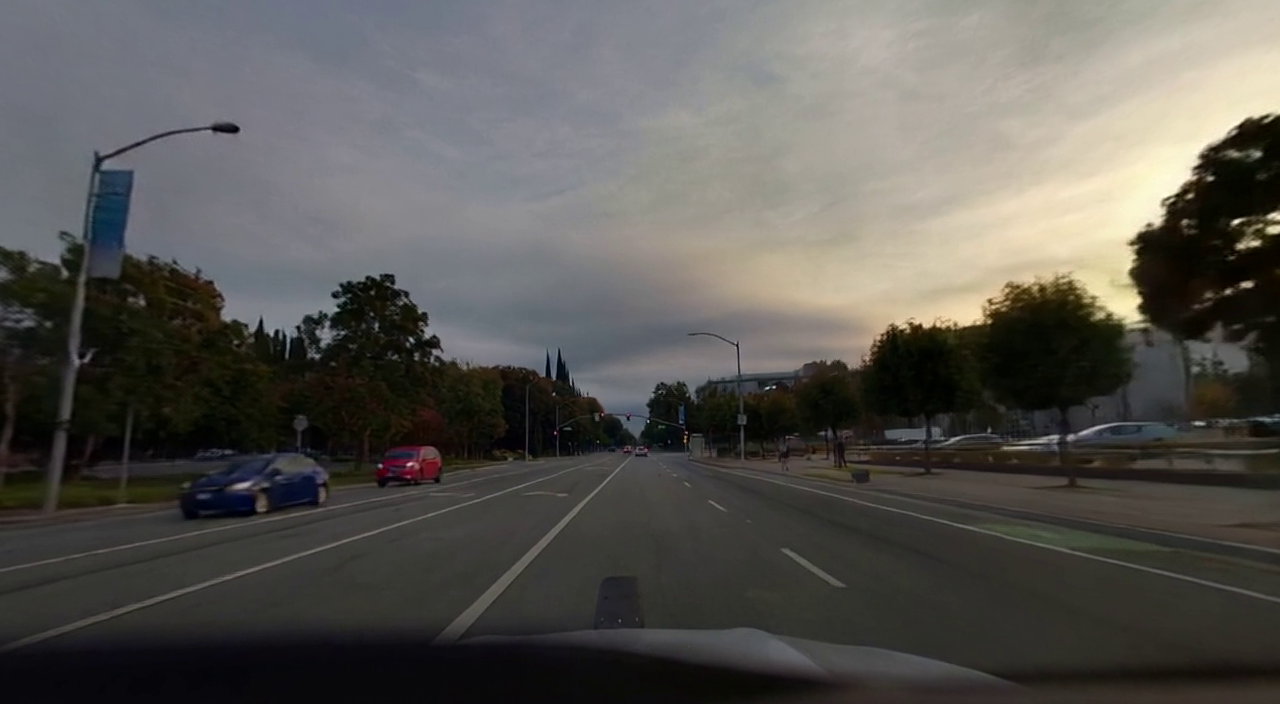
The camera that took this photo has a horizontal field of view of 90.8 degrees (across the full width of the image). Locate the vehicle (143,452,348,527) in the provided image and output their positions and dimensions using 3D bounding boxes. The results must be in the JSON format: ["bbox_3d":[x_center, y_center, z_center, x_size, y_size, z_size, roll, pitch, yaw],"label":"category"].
[{"bbox_3d":[-8.942,3.106,14.927,1.940,1.452,4.441,0,-9,1],"label":"vehicle"}]

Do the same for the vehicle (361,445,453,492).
[{"bbox_3d":[-9.218,4.624,25.445,2.066,1.709,4.509,0,-9,-1],"label":"vehicle"}]
